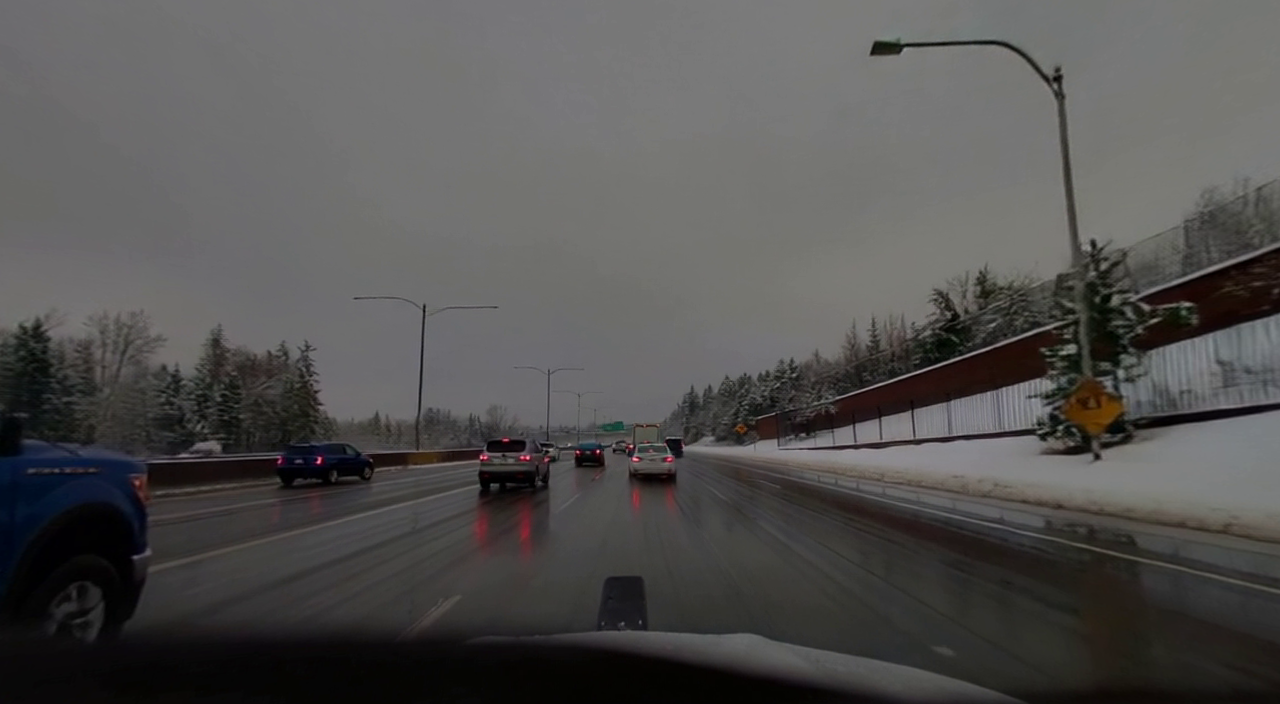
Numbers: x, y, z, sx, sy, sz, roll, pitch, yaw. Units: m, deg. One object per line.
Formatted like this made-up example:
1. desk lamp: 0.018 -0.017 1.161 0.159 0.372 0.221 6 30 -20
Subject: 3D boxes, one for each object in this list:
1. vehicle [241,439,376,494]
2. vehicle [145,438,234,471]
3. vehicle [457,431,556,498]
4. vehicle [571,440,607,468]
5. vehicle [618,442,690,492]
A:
1. vehicle: -10.564 3.654 20.527 1.941 1.602 4.277 0 -8 2
2. vehicle: -30.551 6.959 42.996 2.239 2.119 5.149 0 -8 0
3. vehicle: -3.736 3.229 18.501 1.903 1.721 4.210 0 -8 1
4. vehicle: -3.192 6.465 40.184 1.897 1.646 4.049 0 -8 1
5. vehicle: 0.400 3.630 20.267 2.054 1.421 4.090 0 -8 0
